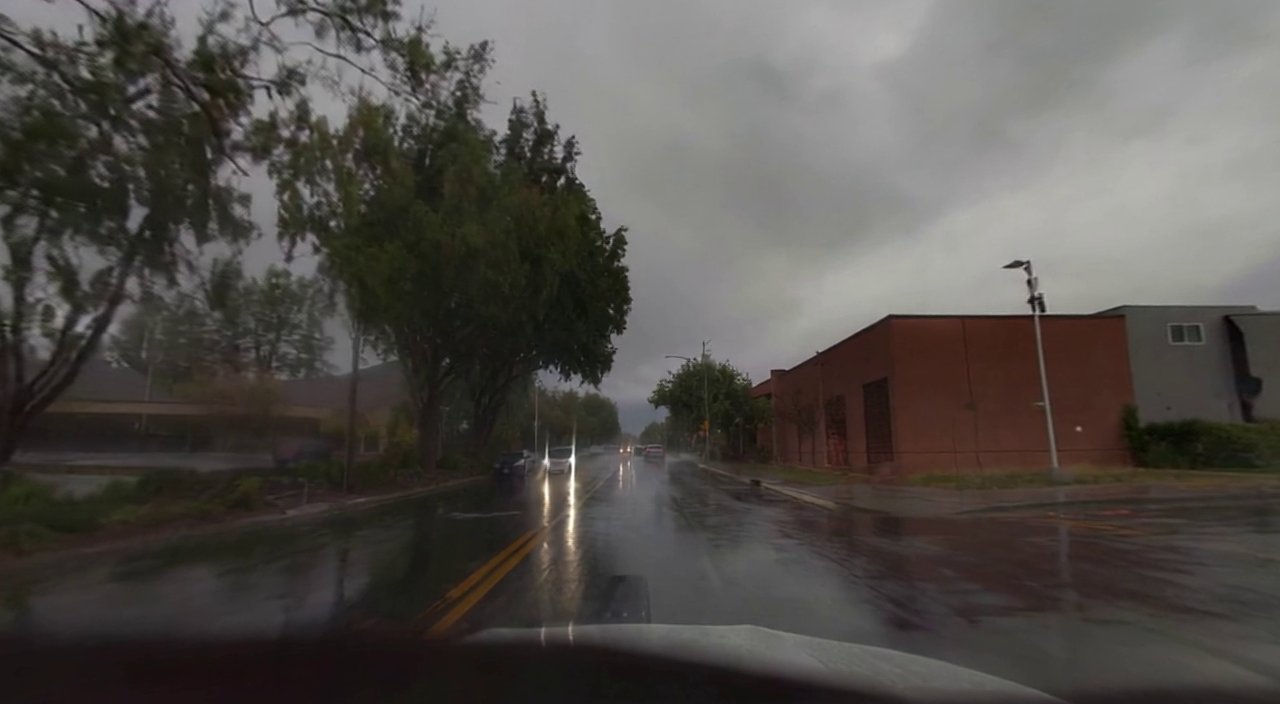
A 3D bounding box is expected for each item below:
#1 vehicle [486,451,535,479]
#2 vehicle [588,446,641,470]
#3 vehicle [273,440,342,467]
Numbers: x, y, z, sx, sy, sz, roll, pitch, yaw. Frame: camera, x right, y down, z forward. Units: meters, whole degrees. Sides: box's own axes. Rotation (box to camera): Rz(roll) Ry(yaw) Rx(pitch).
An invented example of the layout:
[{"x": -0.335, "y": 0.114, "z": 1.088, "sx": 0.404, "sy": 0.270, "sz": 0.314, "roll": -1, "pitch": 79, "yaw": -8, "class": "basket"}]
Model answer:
[{"x": -7.333, "y": 6.410, "z": 36.081, "sx": 1.930, "sy": 1.463, "sz": 4.195, "roll": 0, "pitch": -9, "yaw": 0, "class": "vehicle"}, {"x": -1.912, "y": 7.653, "z": 45.879, "sx": 2.154, "sy": 1.641, "sz": 4.254, "roll": 5, "pitch": -10, "yaw": -29, "class": "vehicle"}, {"x": -21.451, "y": 6.555, "z": 40.896, "sx": 1.906, "sy": 1.596, "sz": 4.599, "roll": 0, "pitch": -9, "yaw": 1, "class": "vehicle"}]
